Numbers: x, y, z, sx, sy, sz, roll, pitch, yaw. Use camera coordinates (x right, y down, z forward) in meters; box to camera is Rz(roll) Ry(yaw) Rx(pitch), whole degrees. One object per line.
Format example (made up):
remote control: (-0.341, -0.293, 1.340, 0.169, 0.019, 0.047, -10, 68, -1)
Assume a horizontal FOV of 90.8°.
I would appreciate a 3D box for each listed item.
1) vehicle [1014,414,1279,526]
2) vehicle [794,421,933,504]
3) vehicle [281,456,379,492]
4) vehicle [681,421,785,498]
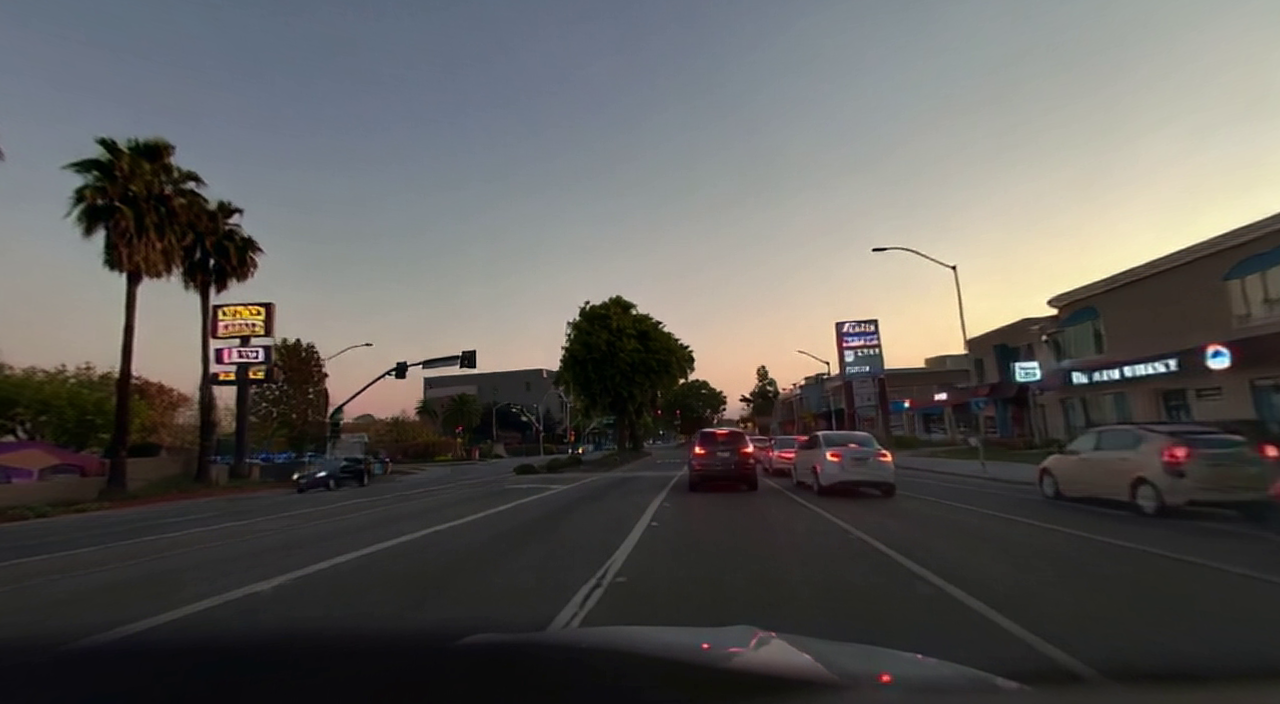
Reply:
vehicle: (9.298, 2.136, 11.880, 1.881, 1.658, 4.595, -1, -9, 3)
vehicle: (5.427, 2.761, 16.068, 2.187, 1.777, 4.444, -1, -9, 4)
vehicle: (-14.266, 5.628, 29.416, 1.857, 1.446, 4.615, -3, -9, 6)
vehicle: (2.423, 2.953, 17.590, 2.428, 1.816, 4.959, -1, -9, 5)
